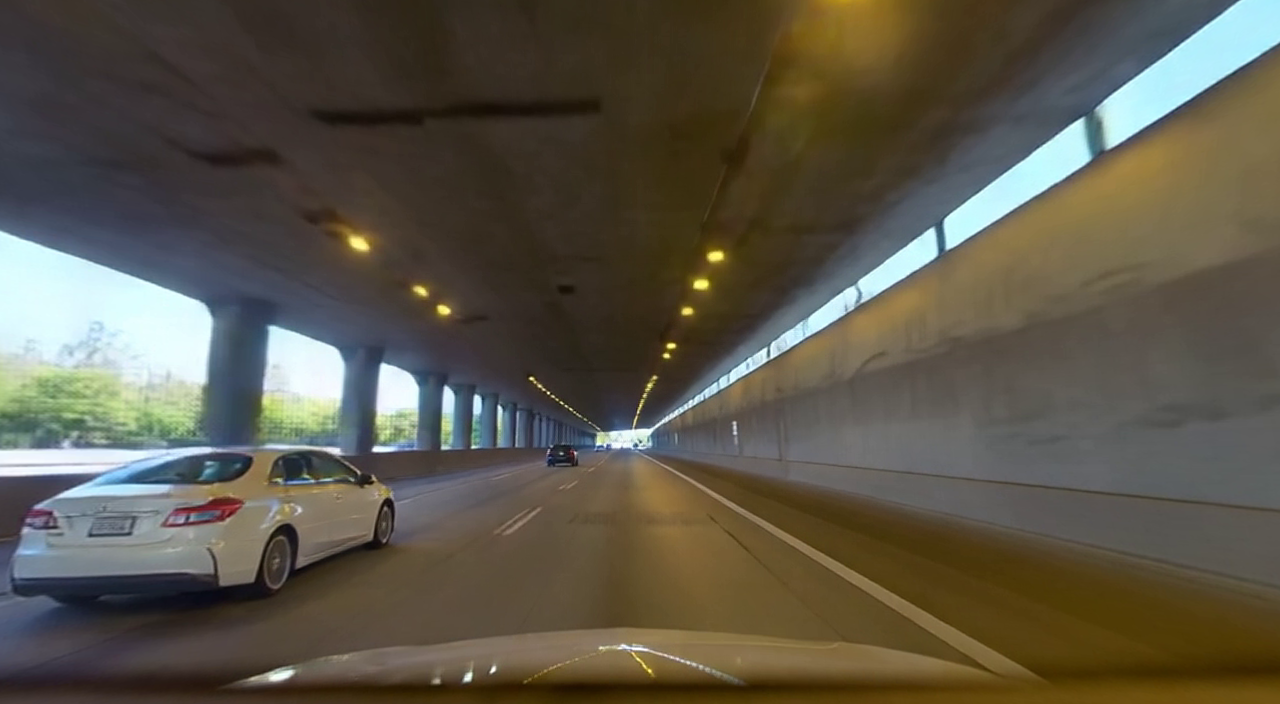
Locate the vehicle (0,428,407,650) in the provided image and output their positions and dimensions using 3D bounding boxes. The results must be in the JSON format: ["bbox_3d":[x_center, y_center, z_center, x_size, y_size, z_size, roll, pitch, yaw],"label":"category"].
[{"bbox_3d":[-4.068,1.530,6.281,1.885,1.424,4.230,-1,-8,0],"label":"vehicle"}]

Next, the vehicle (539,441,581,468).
[{"bbox_3d":[-4.533,5.884,36.344,1.973,1.474,4.199,0,-8,-2],"label":"vehicle"}]
